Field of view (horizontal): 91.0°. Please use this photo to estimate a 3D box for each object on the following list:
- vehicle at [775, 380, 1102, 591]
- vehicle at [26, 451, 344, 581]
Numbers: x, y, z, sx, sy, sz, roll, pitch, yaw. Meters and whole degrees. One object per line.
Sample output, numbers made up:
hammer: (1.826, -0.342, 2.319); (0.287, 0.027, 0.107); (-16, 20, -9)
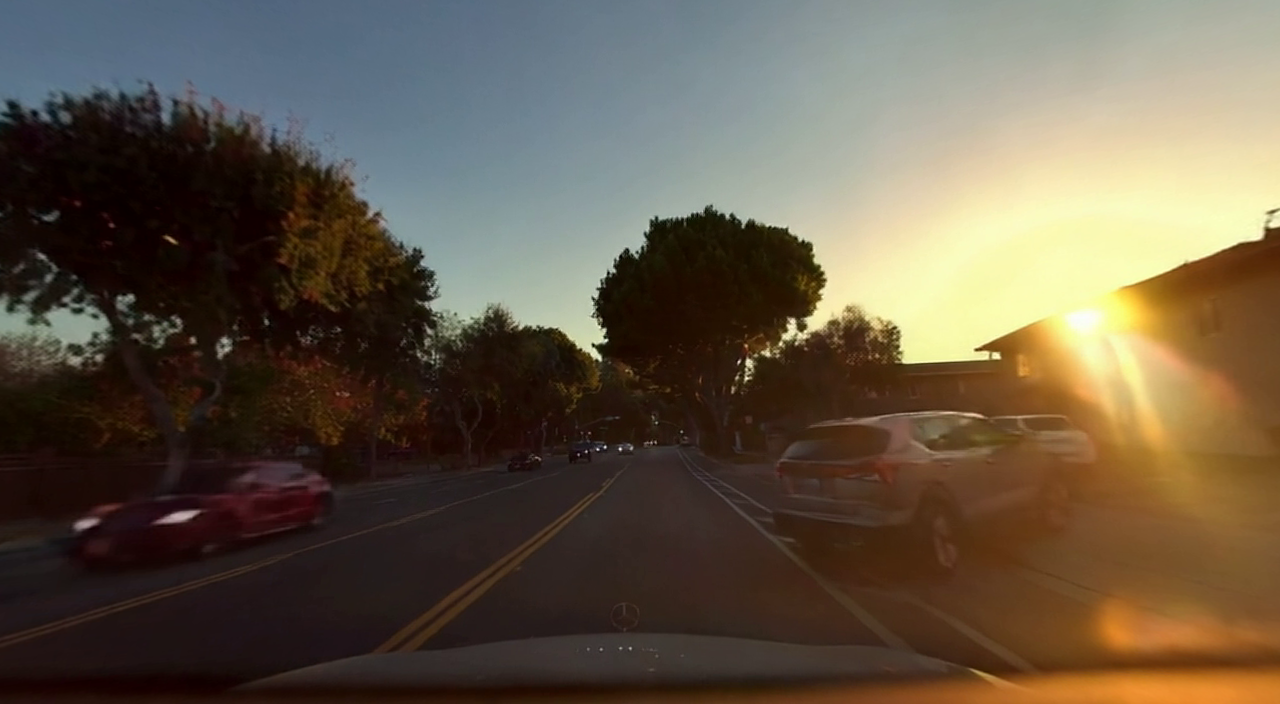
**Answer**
vehicle: (4.057, 1.534, 8.131); (2.268, 1.862, 4.724); (-8, -12, 44)
vehicle: (-6.919, 2.468, 10.361); (1.894, 1.476, 4.429); (-4, -9, 2)
